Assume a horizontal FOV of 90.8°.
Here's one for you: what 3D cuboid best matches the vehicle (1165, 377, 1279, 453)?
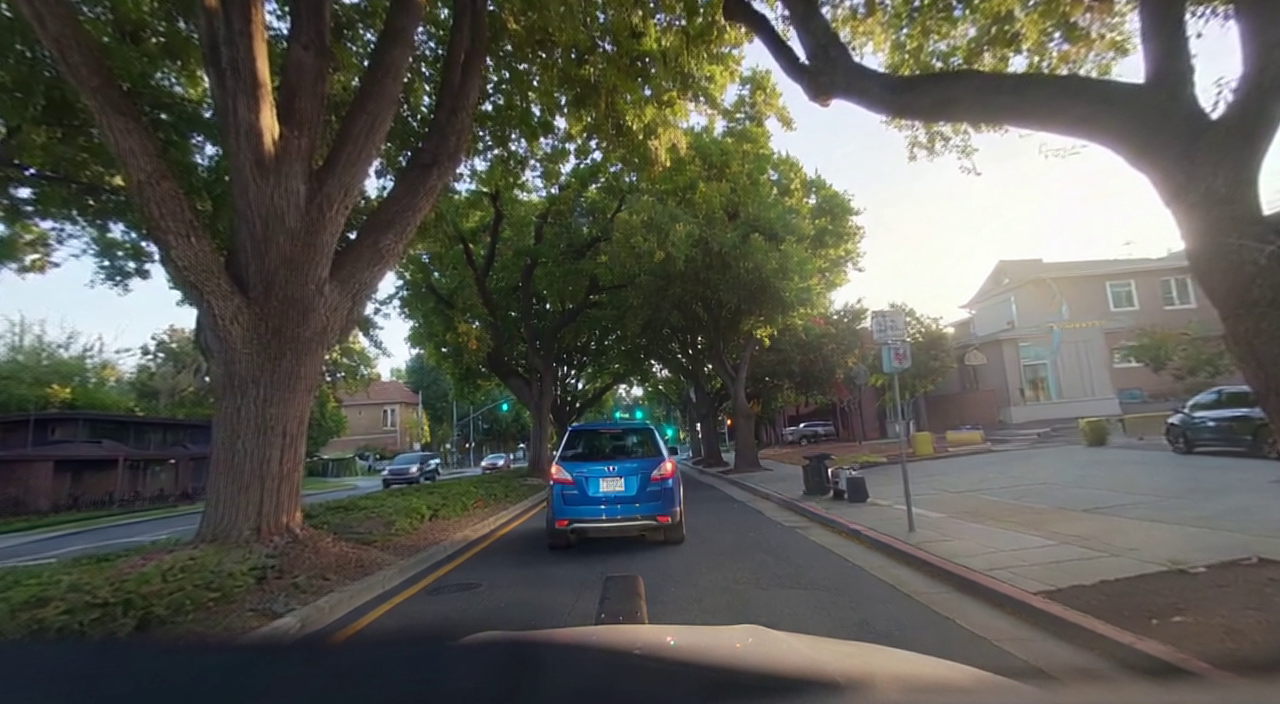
[{"bbox_3d":[13.893,1.318,13.051,4.270,1.486,2.042,-5,-10,29],"label":"vehicle"}]

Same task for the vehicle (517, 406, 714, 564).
[{"bbox_3d":[-0.254,1.748,8.917,2.136,1.703,3.910,0,-8,0],"label":"vehicle"}]

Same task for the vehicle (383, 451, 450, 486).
[{"bbox_3d":[-12.244,6.368,34.904,1.971,1.718,4.539,0,-8,1],"label":"vehicle"}]
